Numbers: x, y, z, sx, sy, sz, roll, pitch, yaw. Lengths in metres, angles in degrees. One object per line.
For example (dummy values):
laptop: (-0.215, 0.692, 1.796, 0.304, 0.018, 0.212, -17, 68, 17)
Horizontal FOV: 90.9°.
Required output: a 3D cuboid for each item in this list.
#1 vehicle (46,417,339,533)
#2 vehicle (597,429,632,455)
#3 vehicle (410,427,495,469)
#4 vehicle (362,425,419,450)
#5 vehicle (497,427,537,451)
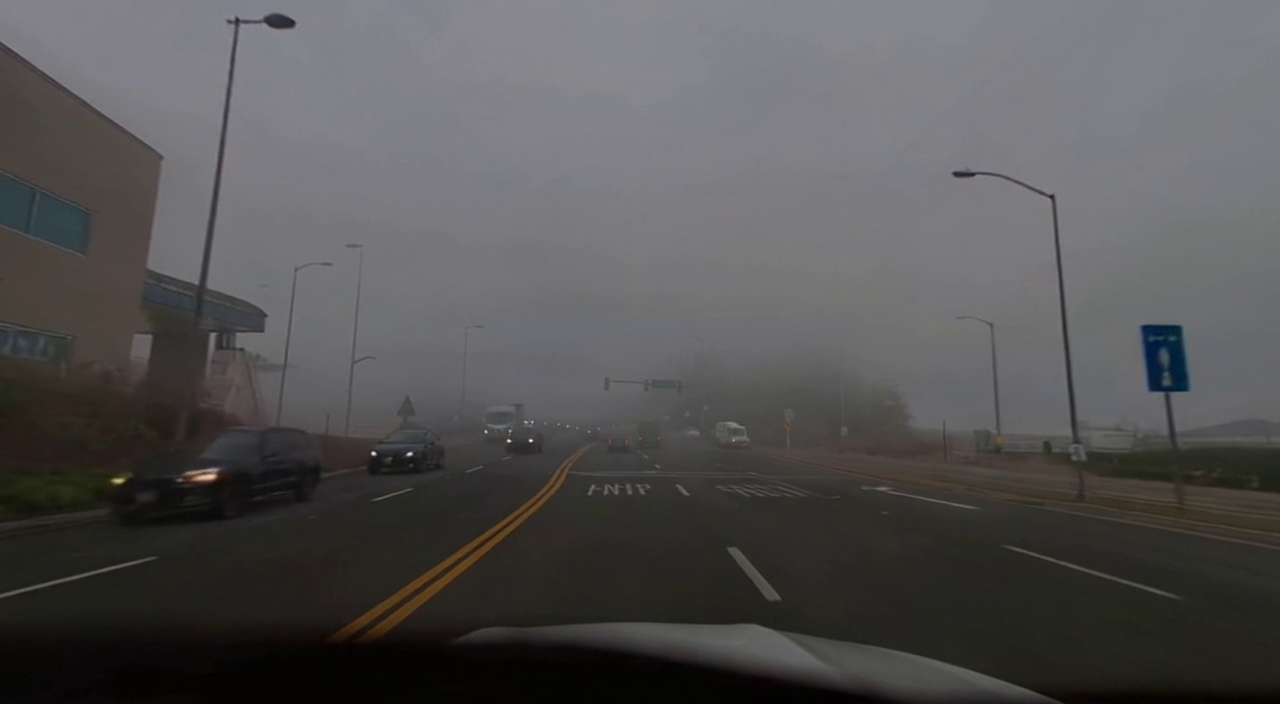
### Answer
vehicle: (-6.778, 1.870, 10.211, 1.847, 1.501, 3.942, 0, -8, 0)
vehicle: (-1.560, 5.563, 39.012, 2.060, 1.491, 3.873, 0, -8, -2)
vehicle: (-7.177, 3.713, 24.590, 2.028, 1.495, 4.532, 0, -8, -2)
vehicle: (-16.056, 5.494, 40.448, 2.032, 1.536, 4.158, 7, -10, -40)
vehicle: (-8.294, 5.919, 42.828, 1.966, 1.506, 4.417, 0, -8, -3)
